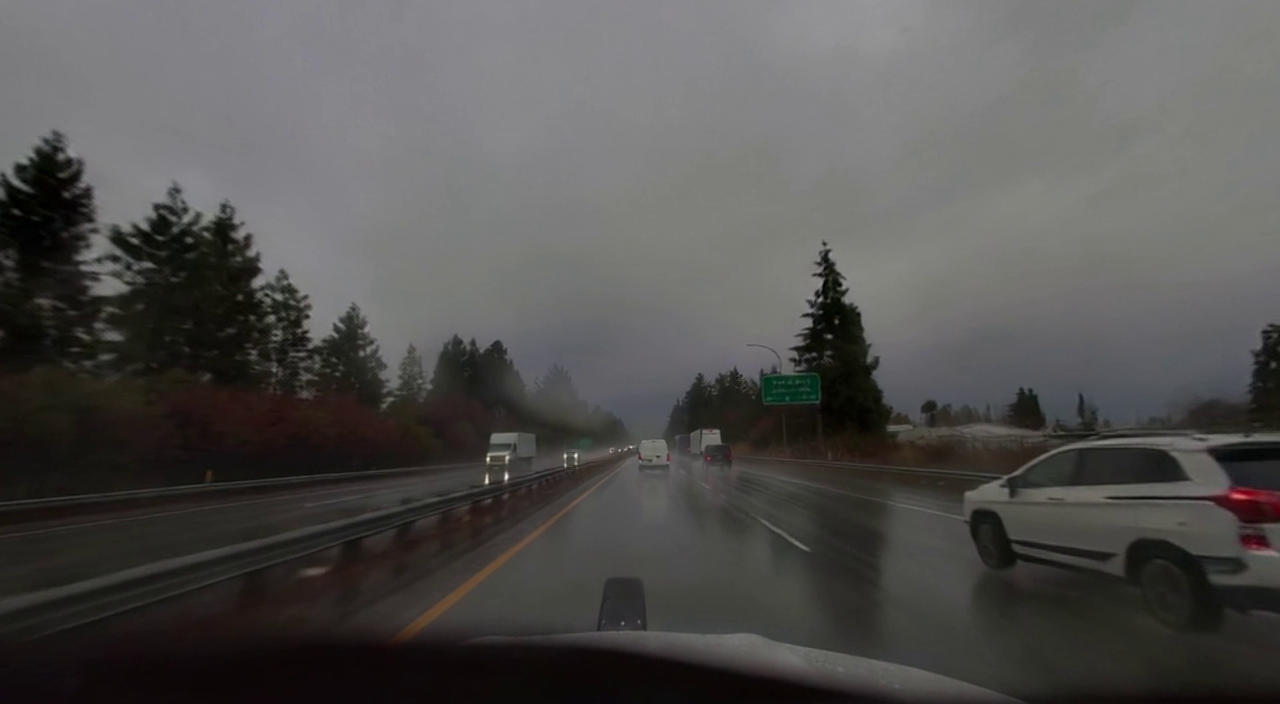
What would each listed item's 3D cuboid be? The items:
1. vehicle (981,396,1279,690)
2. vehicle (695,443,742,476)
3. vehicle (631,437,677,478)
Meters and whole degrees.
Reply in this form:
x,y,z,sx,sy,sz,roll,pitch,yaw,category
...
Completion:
x,y,z,sx,sy,sz,roll,pitch,yaw,category
4.388,1.205,4.545,1.868,1.566,3.509,0,-9,0,vehicle
4.225,5.826,34.484,1.961,1.689,3.971,0,-9,-1,vehicle
0.658,5.340,32.022,2.143,1.925,4.101,0,-9,0,vehicle
